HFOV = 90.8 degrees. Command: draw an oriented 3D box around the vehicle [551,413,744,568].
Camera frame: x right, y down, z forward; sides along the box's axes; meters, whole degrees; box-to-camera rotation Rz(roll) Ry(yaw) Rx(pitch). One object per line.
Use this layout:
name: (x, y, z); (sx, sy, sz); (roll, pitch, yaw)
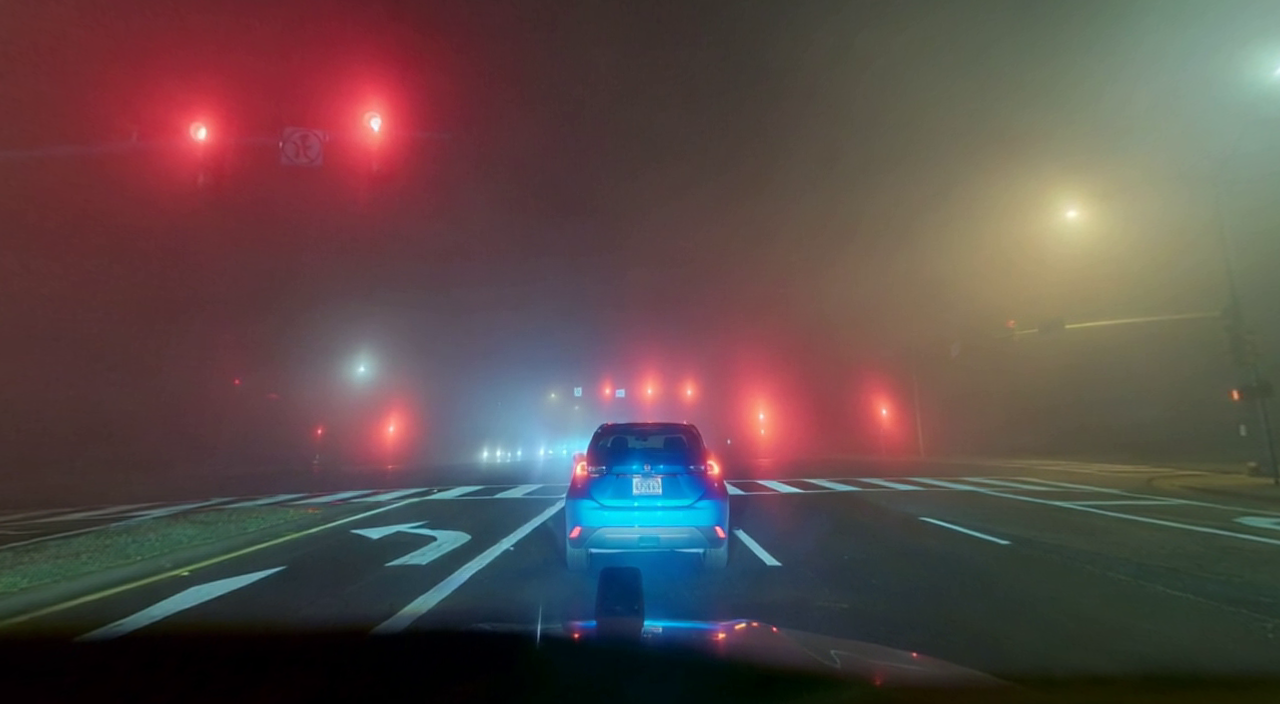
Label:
vehicle: (0.041, 1.755, 8.706); (2.027, 1.626, 3.942); (0, -8, -1)
